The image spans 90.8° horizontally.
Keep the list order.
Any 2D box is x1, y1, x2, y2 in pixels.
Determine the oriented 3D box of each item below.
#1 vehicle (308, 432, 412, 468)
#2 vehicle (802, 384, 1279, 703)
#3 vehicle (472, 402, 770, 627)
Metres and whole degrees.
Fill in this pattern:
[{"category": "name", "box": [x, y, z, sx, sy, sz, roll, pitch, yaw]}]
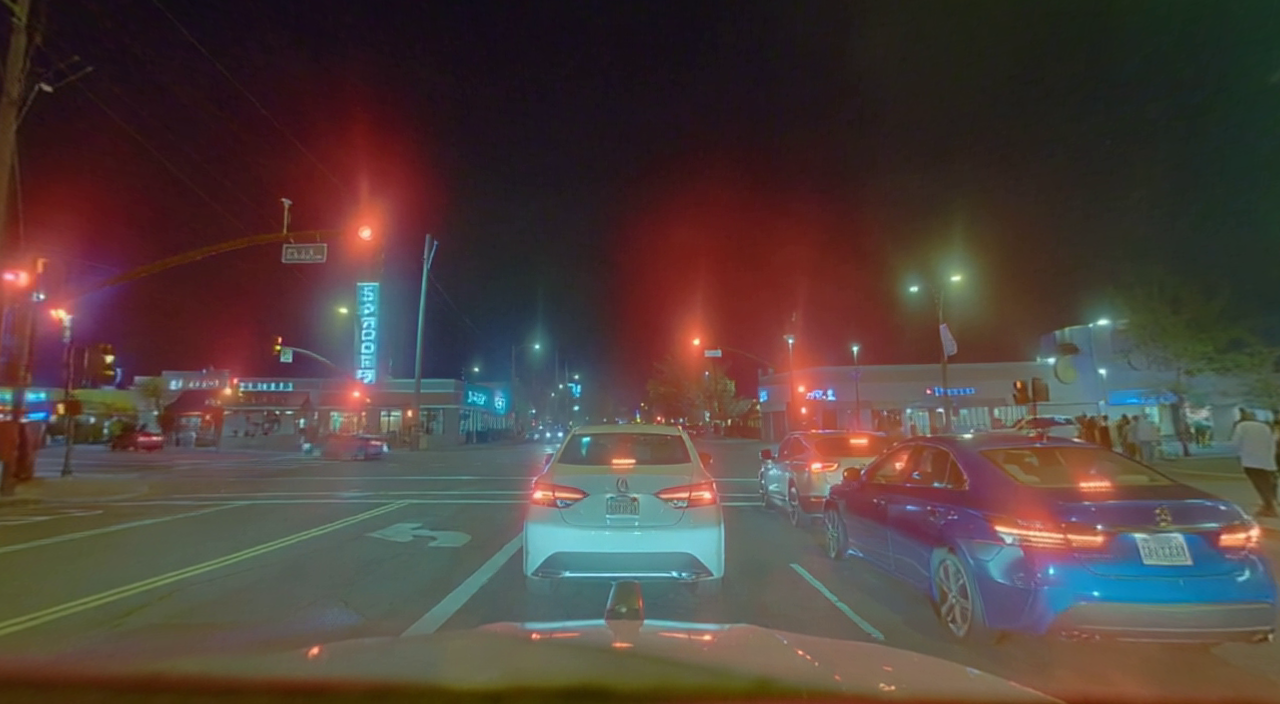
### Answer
[{"category": "vehicle", "box": [-14.871, 5.199, 33.565, 5.003, 1.799, 2.066, -4, -9, 21]}, {"category": "vehicle", "box": [3.026, 1.308, 5.445, 1.983, 1.654, 4.354, 0, -8, -2]}, {"category": "vehicle", "box": [-0.154, 1.505, 6.935, 2.123, 1.589, 4.702, 0, -8, 0]}]
